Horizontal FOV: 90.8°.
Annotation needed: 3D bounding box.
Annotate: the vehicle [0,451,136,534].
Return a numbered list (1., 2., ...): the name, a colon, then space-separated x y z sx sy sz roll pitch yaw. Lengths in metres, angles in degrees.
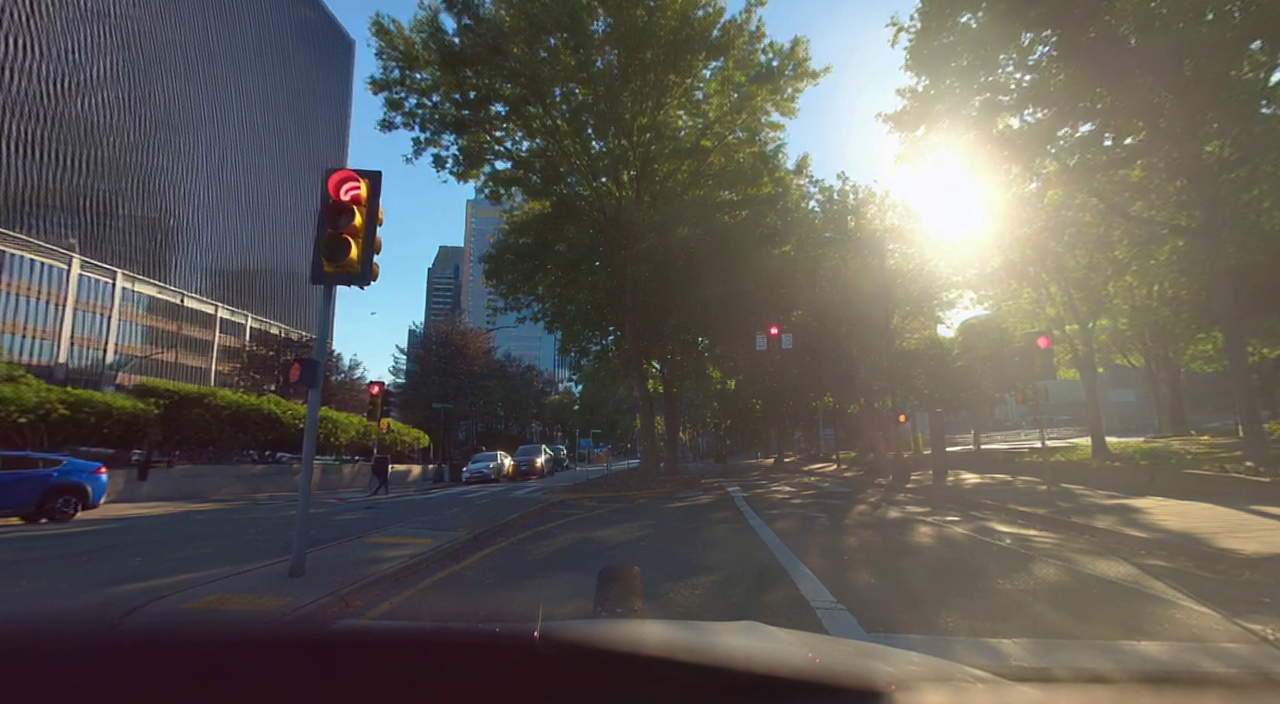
1. vehicle: -12.858 2.713 12.275 4.598 1.490 1.816 7 -11 -40

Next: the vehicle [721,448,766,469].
1. vehicle: 7.861 8.122 48.419 1.829 1.440 4.384 2 -9 -14
